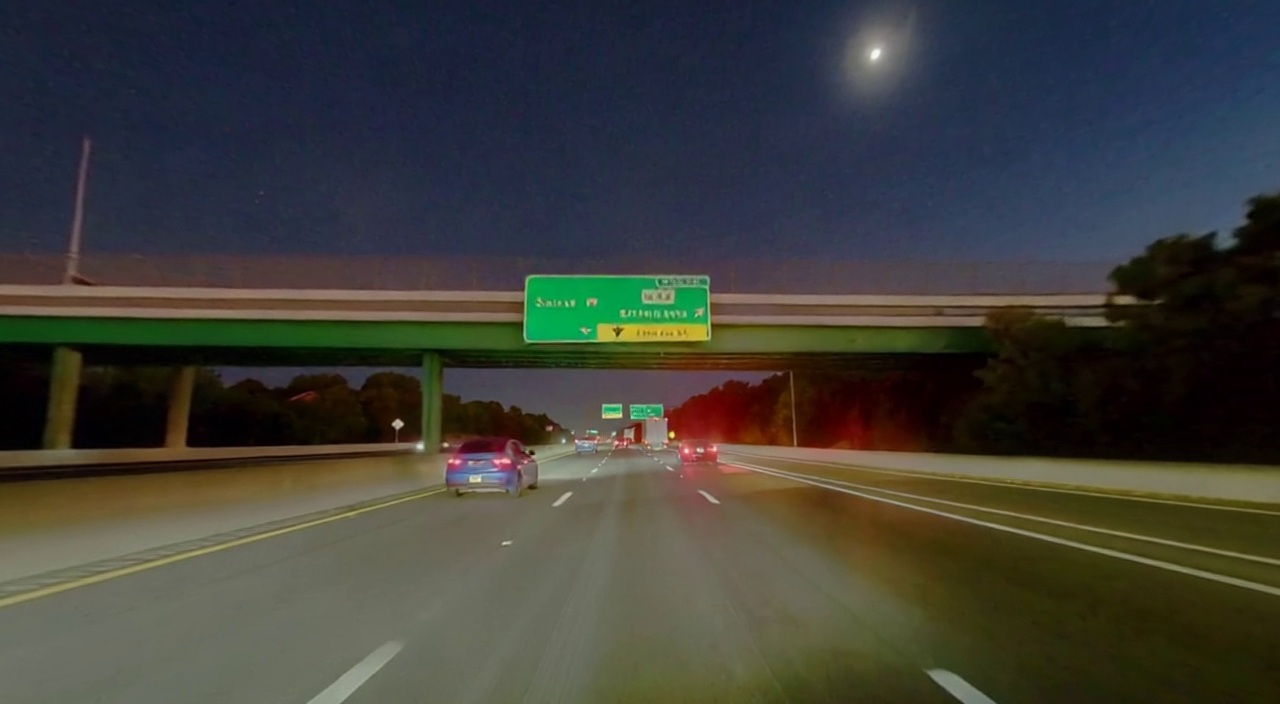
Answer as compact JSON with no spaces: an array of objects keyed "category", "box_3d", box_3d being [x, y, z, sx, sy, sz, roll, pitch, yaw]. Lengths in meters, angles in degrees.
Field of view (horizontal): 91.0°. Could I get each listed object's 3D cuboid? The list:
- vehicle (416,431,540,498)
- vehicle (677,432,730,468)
[{"category":"vehicle","box_3d":[-3.992,2.846,16.367,2.064,1.479,4.370,-1,-8,0]},{"category":"vehicle","box_3d":[3.058,4.815,31.145,2.001,1.625,4.088,0,-8,-2]}]
